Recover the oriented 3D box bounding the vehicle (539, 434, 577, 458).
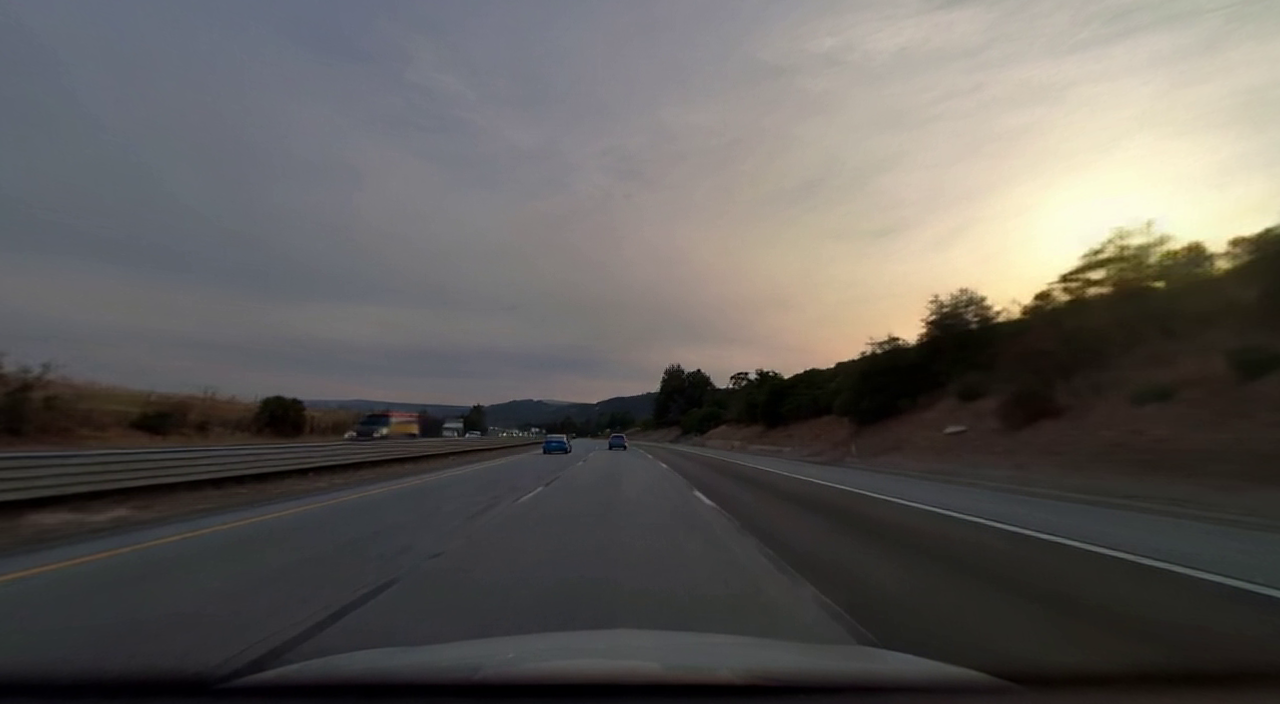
[{"bbox_3d":[-5.444,6.315,42.566,2.141,1.534,5.099,0,-8,-3],"label":"vehicle"}]

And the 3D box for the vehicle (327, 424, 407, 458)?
[{"bbox_3d":[-13.472,4.413,31.451,1.925,1.552,4.875,0,-8,-2],"label":"vehicle"}]
